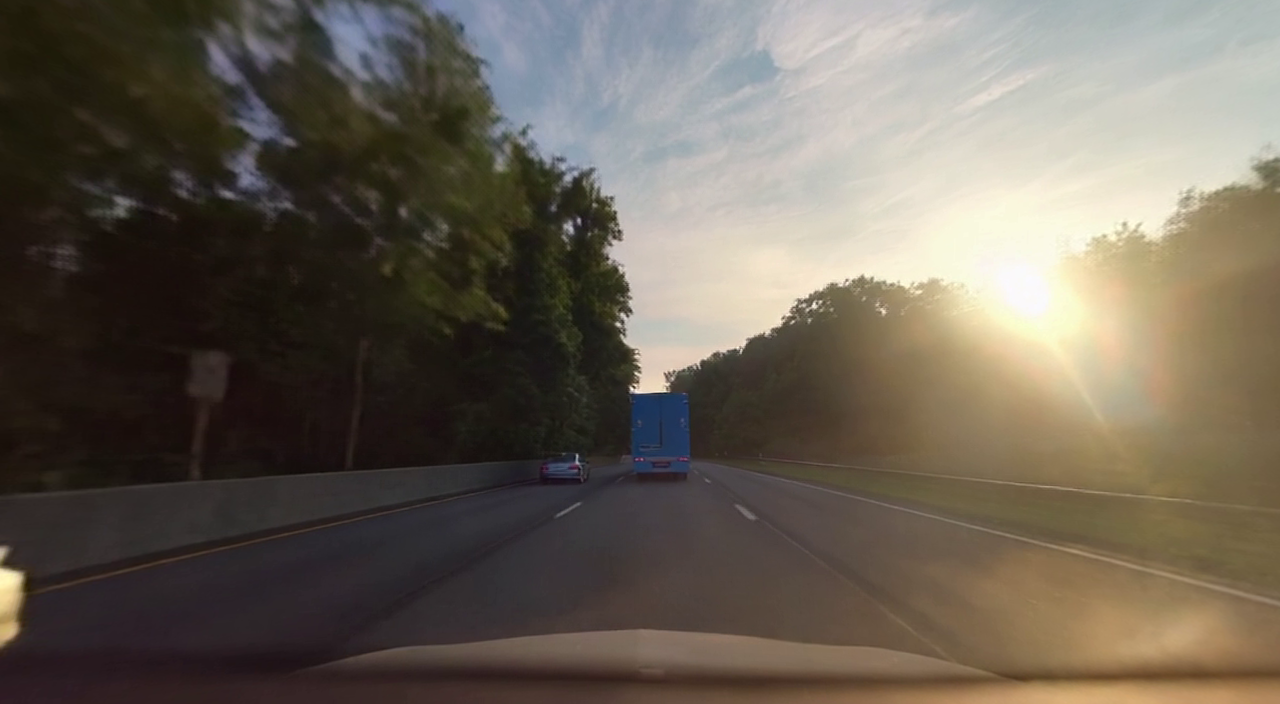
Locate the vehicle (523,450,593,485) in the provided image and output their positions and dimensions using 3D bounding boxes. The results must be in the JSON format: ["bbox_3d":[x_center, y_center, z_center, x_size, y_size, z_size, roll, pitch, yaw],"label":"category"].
[{"bbox_3d":[-3.432,4.947,27.341,2.133,1.358,4.870,0,-9,3],"label":"vehicle"}]

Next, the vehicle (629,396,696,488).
[{"bbox_3d":[1.185,4.491,31.289,2.821,3.878,8.925,0,-9,3],"label":"vehicle"}]
